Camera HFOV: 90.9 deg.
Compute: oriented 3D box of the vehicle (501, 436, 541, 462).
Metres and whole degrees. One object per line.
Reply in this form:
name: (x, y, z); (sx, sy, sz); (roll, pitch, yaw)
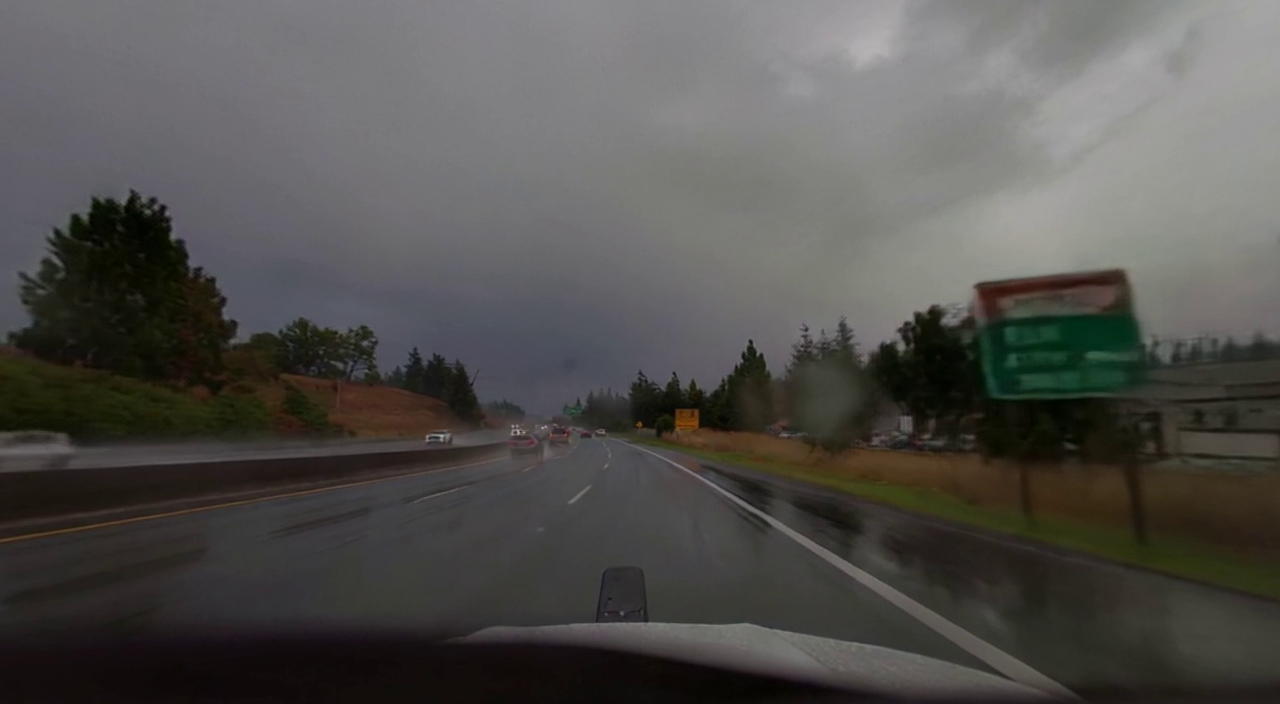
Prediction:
vehicle: (-7.763, 6.329, 41.396); (1.931, 1.608, 3.977); (0, -8, -2)
